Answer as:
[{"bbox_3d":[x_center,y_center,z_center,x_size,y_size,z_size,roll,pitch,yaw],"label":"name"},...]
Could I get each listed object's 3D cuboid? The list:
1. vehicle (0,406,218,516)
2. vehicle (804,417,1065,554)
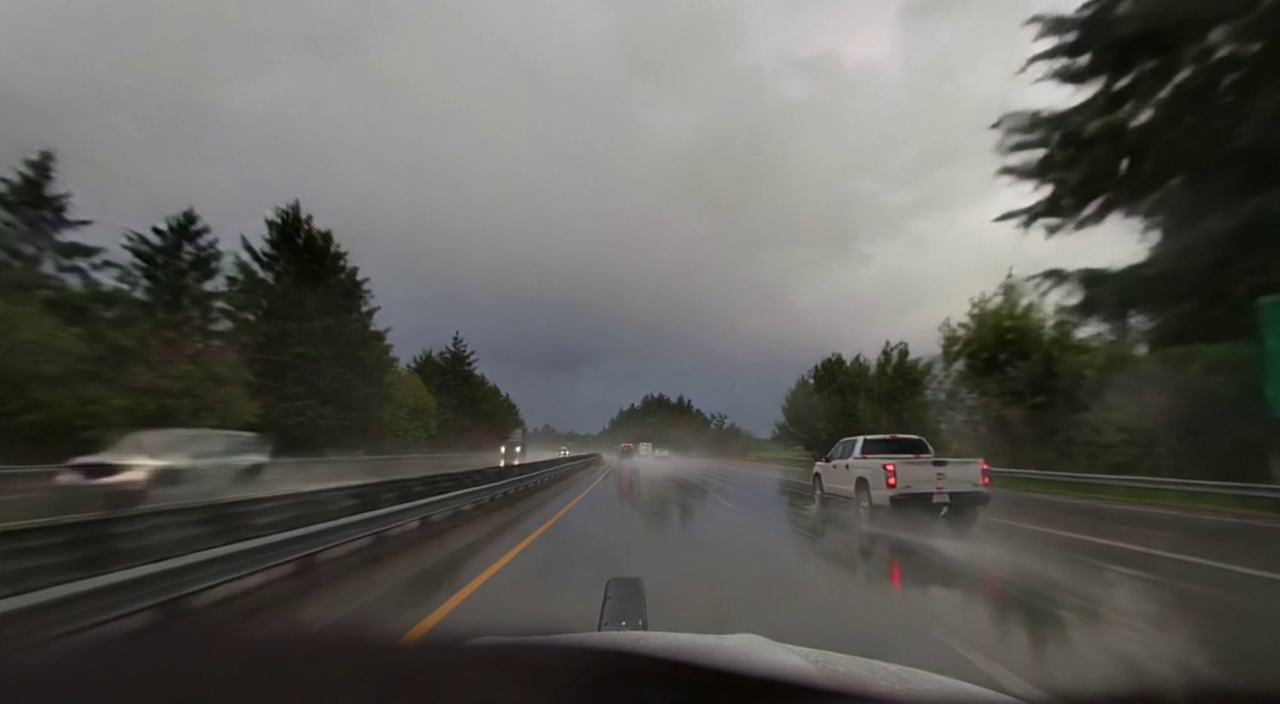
[{"bbox_3d":[-9.105,1.698,9.990,1.852,1.394,4.228,0,-9,0],"label":"vehicle"},{"bbox_3d":[4.212,1.988,10.037,1.933,1.663,4.440,0,-9,-1],"label":"vehicle"}]
